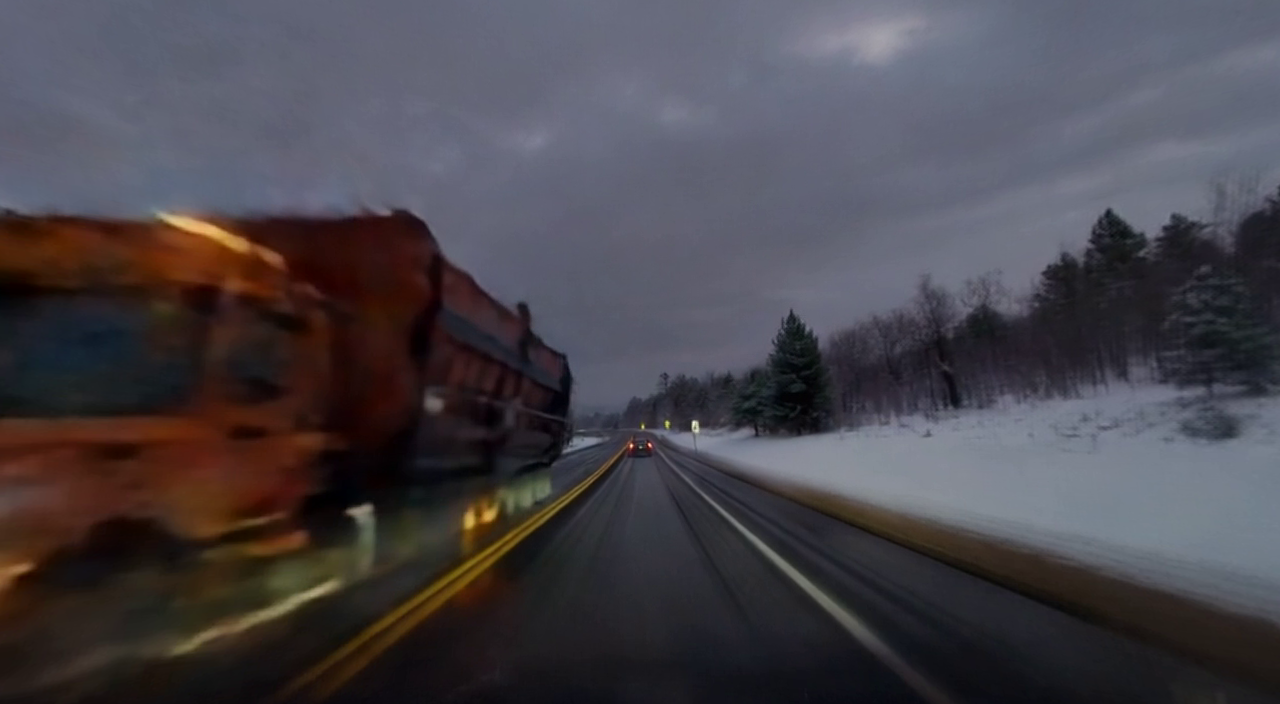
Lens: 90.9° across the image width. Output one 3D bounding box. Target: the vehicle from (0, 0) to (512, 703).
[{"bbox_3d":[-3.848,0.127,5.105,3.048,4.005,11.290,0,-8,1],"label":"vehicle"}]
